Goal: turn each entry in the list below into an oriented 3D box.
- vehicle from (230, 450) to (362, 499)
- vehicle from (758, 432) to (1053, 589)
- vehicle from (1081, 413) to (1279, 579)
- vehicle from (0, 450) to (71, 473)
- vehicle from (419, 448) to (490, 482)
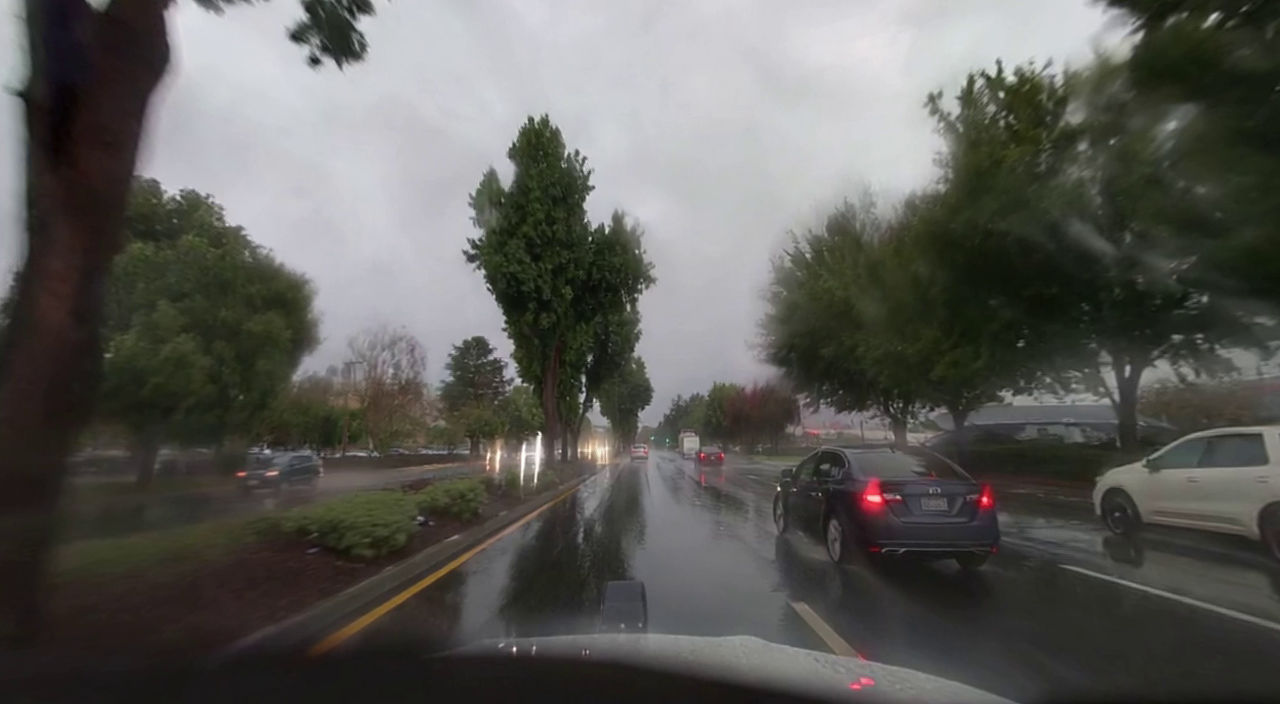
[{"bbox_3d":[-11.817,4.199,21.975,1.982,1.468,4.485,0,-9,2],"label":"vehicle"},{"bbox_3d":[2.986,1.861,8.321,1.935,1.501,4.384,0,-9,-1],"label":"vehicle"},{"bbox_3d":[8.239,1.755,7.949,1.972,1.856,4.487,0,-9,0],"label":"vehicle"},{"bbox_3d":[-41.772,7.385,42.667,1.833,1.455,4.585,0,-9,-1],"label":"vehicle"},{"bbox_3d":[-8.759,5.339,30.029,1.919,1.474,4.444,0,-9,2],"label":"vehicle"}]
